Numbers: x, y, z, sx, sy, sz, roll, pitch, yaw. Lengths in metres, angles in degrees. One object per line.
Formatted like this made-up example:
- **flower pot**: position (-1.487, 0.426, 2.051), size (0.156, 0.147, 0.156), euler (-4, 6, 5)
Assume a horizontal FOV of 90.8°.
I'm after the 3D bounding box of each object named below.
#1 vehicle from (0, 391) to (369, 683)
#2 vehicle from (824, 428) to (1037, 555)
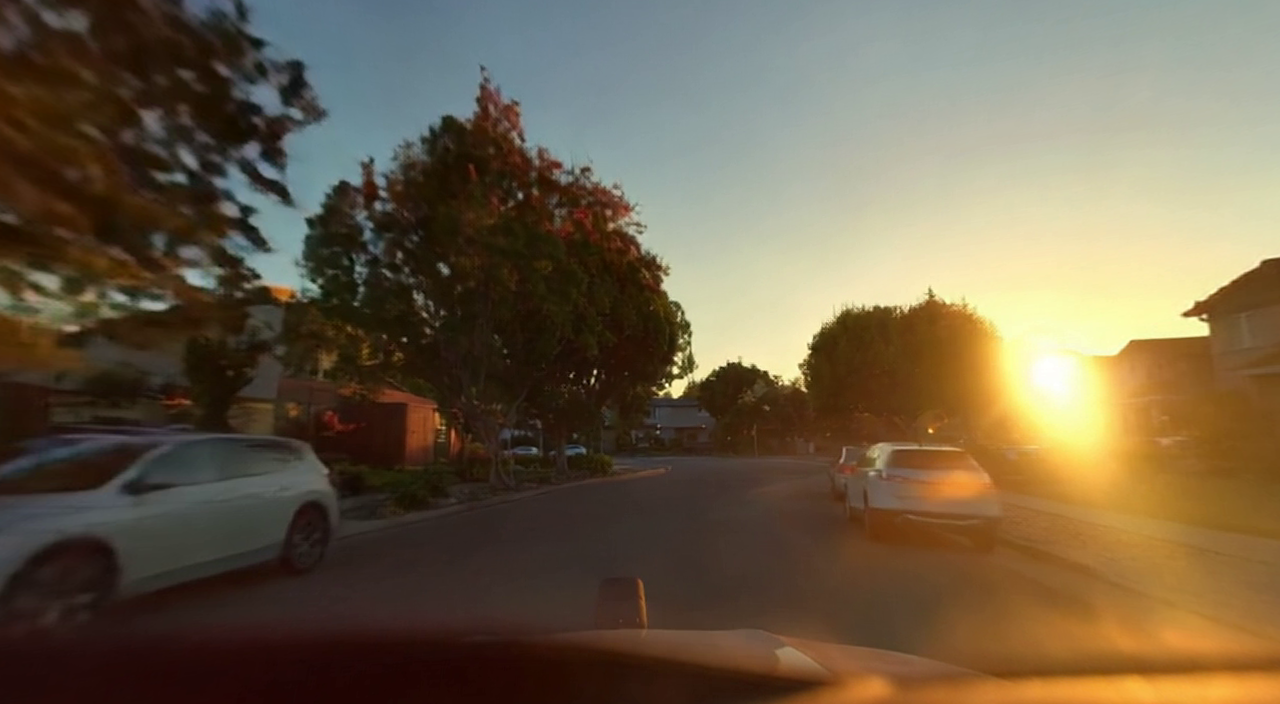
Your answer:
- **vehicle**: position (-4.731, 1.433, 5.930), size (2.041, 1.762, 4.508), euler (-3, -8, 6)
- **vehicle**: position (4.568, 2.230, 10.876), size (2.075, 1.657, 4.648), euler (-1, -9, 9)
